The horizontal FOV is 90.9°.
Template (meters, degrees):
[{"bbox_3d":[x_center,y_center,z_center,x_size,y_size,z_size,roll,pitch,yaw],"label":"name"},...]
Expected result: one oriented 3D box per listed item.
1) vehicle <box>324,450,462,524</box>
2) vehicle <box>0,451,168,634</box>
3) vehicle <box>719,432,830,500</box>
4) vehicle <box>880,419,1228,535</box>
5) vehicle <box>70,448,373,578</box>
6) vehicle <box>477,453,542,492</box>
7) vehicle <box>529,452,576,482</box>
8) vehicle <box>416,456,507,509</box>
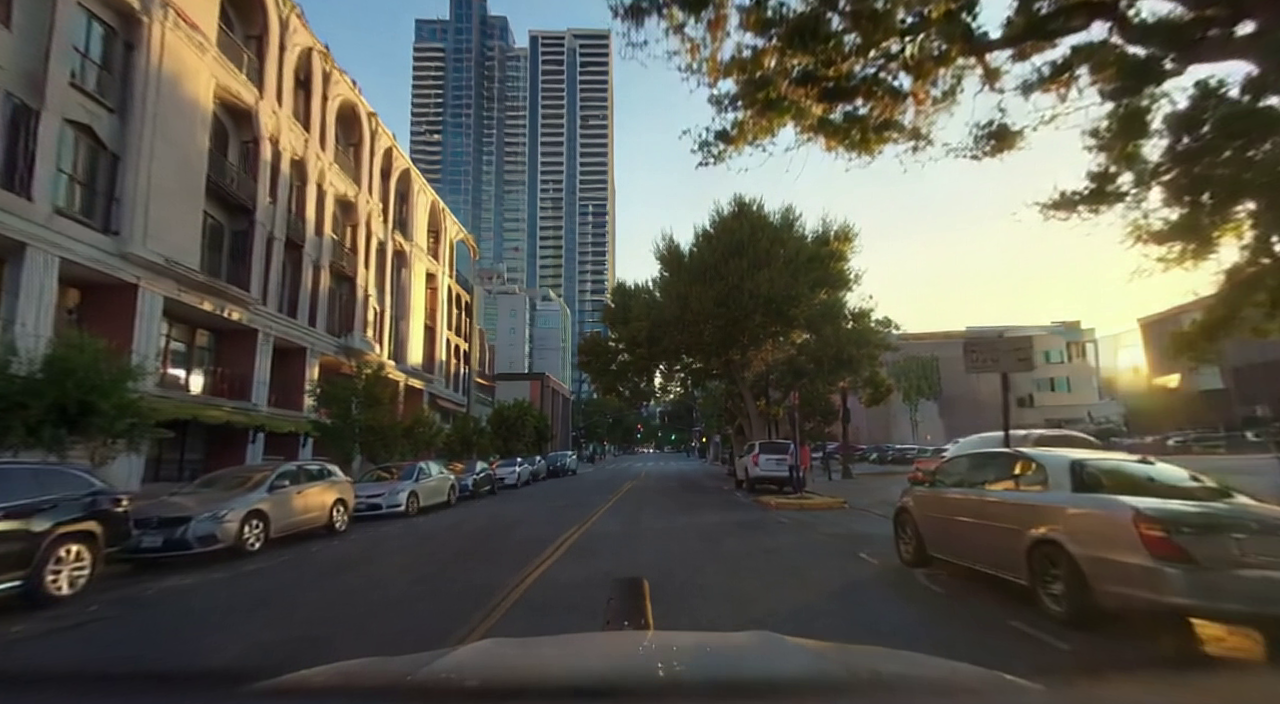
[{"bbox_3d":[-6.529,3.564,17.317,1.944,1.574,4.717,-2,-8,-1],"label":"vehicle"},{"bbox_3d":[-7.004,1.735,5.305,2.244,1.616,5.013,-2,-8,-1],"label":"vehicle"},{"bbox_3d":[4.524,3.929,22.512,2.568,2.001,5.999,-2,-8,-1],"label":"vehicle"},{"bbox_3d":[7.372,2.257,11.797,4.772,1.876,2.400,-1,-8,1],"label":"vehicle"},{"bbox_3d":[-6.697,2.555,10.952,2.123,1.596,4.659,-2,-8,-1],"label":"vehicle"},{"bbox_3d":[-5.912,5.494,29.103,2.110,1.498,4.555,-2,-8,-1],"label":"vehicle"},{"bbox_3d":[-5.383,7.133,39.433,2.270,1.539,4.855,-2,-8,-1],"label":"vehicle"},{"bbox_3d":[-6.231,4.594,22.640,1.889,1.451,5.013,-2,-8,-1],"label":"vehicle"}]
